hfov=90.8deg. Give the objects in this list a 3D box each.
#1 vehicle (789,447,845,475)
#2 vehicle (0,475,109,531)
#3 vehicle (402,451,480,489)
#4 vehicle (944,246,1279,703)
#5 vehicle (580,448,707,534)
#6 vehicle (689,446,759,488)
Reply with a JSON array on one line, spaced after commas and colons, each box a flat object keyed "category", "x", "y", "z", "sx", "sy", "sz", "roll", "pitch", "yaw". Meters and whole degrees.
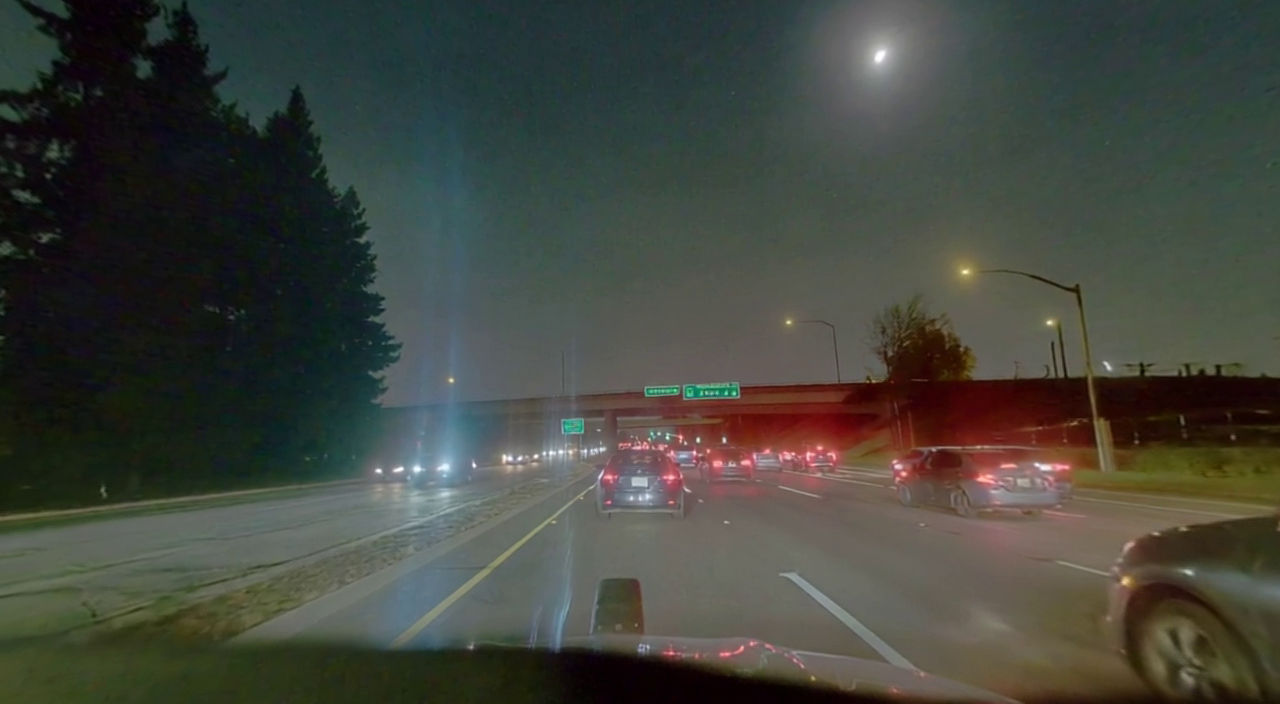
[{"category": "vehicle", "x": 9.799, "y": 6.056, "z": 35.264, "sx": 1.839, "sy": 1.453, "sz": 3.992, "roll": 0, "pitch": -9, "yaw": -1}, {"category": "vehicle", "x": -19.177, "y": 4.604, "z": 19.400, "sx": 1.816, "sy": 1.415, "sz": 4.605, "roll": 0, "pitch": -9, "yaw": -1}, {"category": "vehicle", "x": -8.813, "y": 5.243, "z": 28.471, "sx": 2.010, "sy": 1.524, "sz": 4.705, "roll": 0, "pitch": -9, "yaw": 0}, {"category": "vehicle", "x": 3.494, "y": 0.569, "z": 1.416, "sx": 2.719, "sy": 2.033, "sz": 5.876, "roll": 0, "pitch": -9, "yaw": 0}, {"category": "vehicle", "x": 0.037, "y": 2.519, "z": 12.017, "sx": 2.027, "sy": 1.341, "sz": 3.775, "roll": 0, "pitch": -9, "yaw": -1}, {"category": "vehicle", "x": 3.115, "y": 4.349, "z": 24.253, "sx": 1.962, "sy": 1.431, "sz": 4.205, "roll": 0, "pitch": -9, "yaw": -2}]
